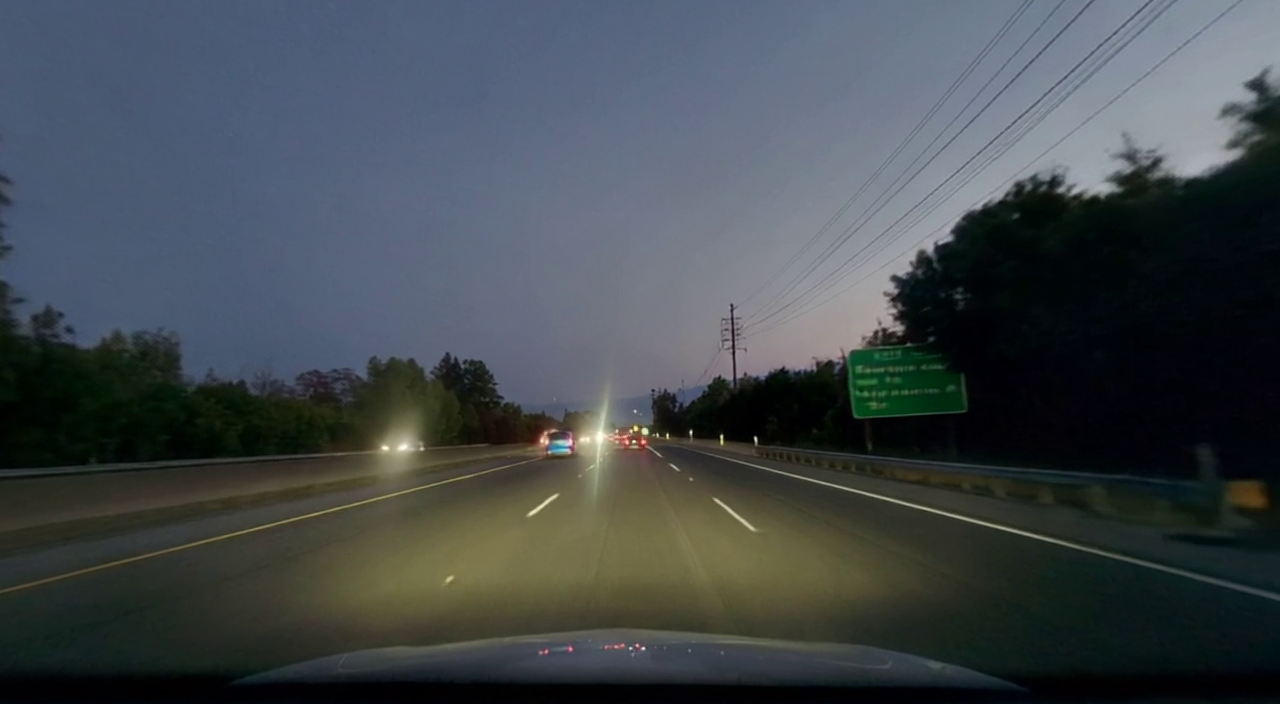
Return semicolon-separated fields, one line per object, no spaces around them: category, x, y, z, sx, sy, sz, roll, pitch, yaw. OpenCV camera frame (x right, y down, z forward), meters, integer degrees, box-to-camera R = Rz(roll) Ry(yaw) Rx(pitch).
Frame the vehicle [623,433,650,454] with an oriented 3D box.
vehicle;-0.272;6.730;46.375;1.890;1.472;3.716;0;-8;-1

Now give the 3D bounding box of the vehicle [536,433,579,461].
vehicle;-4.683;5.441;36.365;1.911;1.477;3.807;0;-8;0
